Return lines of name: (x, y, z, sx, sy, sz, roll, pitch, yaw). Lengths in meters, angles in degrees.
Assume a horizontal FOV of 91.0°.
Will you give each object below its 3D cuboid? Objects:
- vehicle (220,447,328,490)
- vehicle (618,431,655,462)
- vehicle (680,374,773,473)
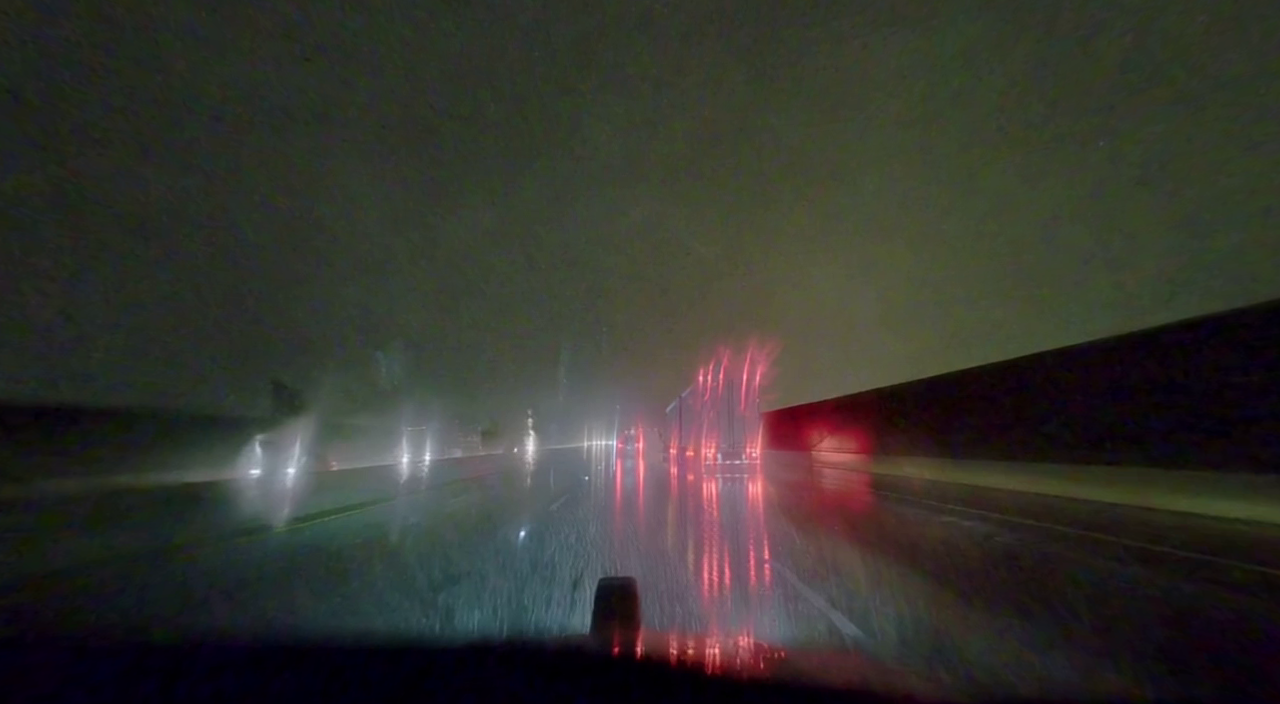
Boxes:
vehicle: (-14.816, 4.711, 25.756, 2.059, 1.535, 3.963, 0, -8, -1)
vehicle: (-0.311, 6.641, 44.299, 2.456, 2.007, 4.728, 0, -8, -2)
vehicle: (3.733, 3.451, 29.527, 2.967, 3.961, 8.660, 0, -8, -1)
